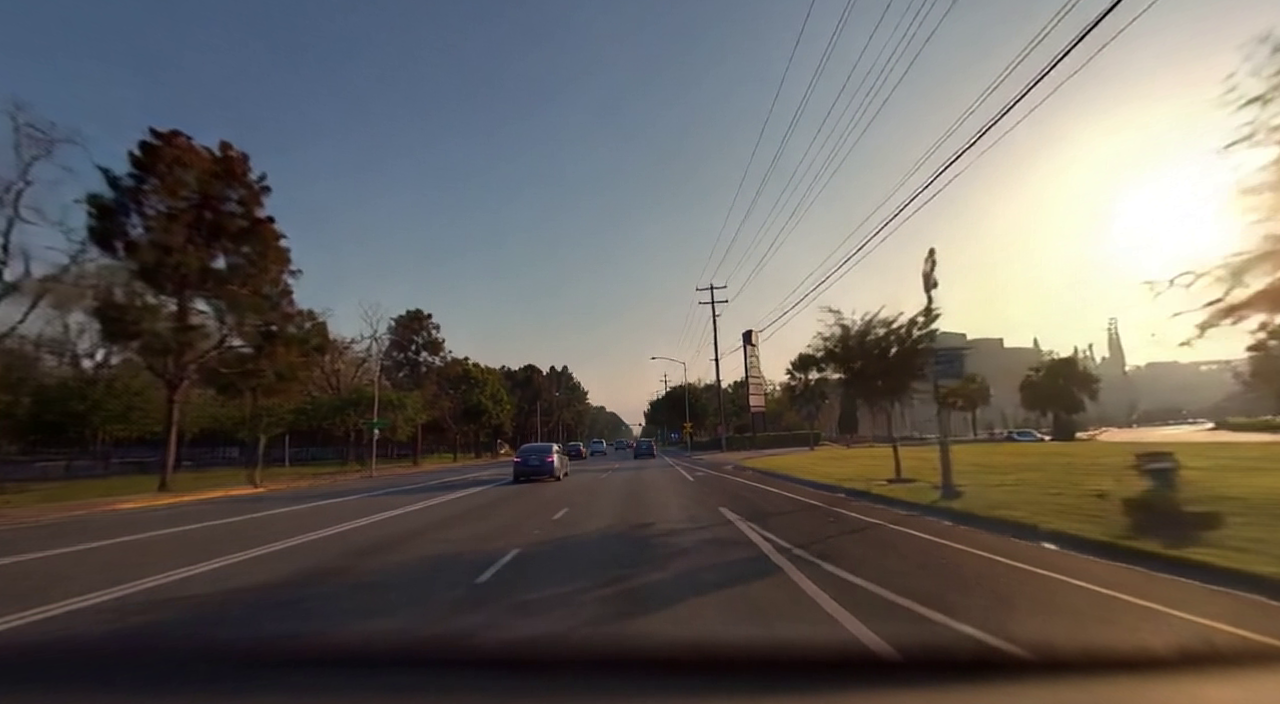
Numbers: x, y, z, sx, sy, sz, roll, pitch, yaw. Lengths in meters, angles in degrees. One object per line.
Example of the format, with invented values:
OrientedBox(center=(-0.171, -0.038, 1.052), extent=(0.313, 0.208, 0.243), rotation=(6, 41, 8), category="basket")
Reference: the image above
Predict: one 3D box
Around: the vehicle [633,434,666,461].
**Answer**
OrientedBox(center=(0.634, 6.683, 44.130), extent=(2.155, 1.781, 3.977), rotation=(0, -9, 0), category="vehicle")

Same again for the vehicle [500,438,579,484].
OrientedBox(center=(-3.411, 3.798, 22.228), extent=(1.982, 1.451, 4.152), rotation=(-1, -9, 2), category="vehicle")
